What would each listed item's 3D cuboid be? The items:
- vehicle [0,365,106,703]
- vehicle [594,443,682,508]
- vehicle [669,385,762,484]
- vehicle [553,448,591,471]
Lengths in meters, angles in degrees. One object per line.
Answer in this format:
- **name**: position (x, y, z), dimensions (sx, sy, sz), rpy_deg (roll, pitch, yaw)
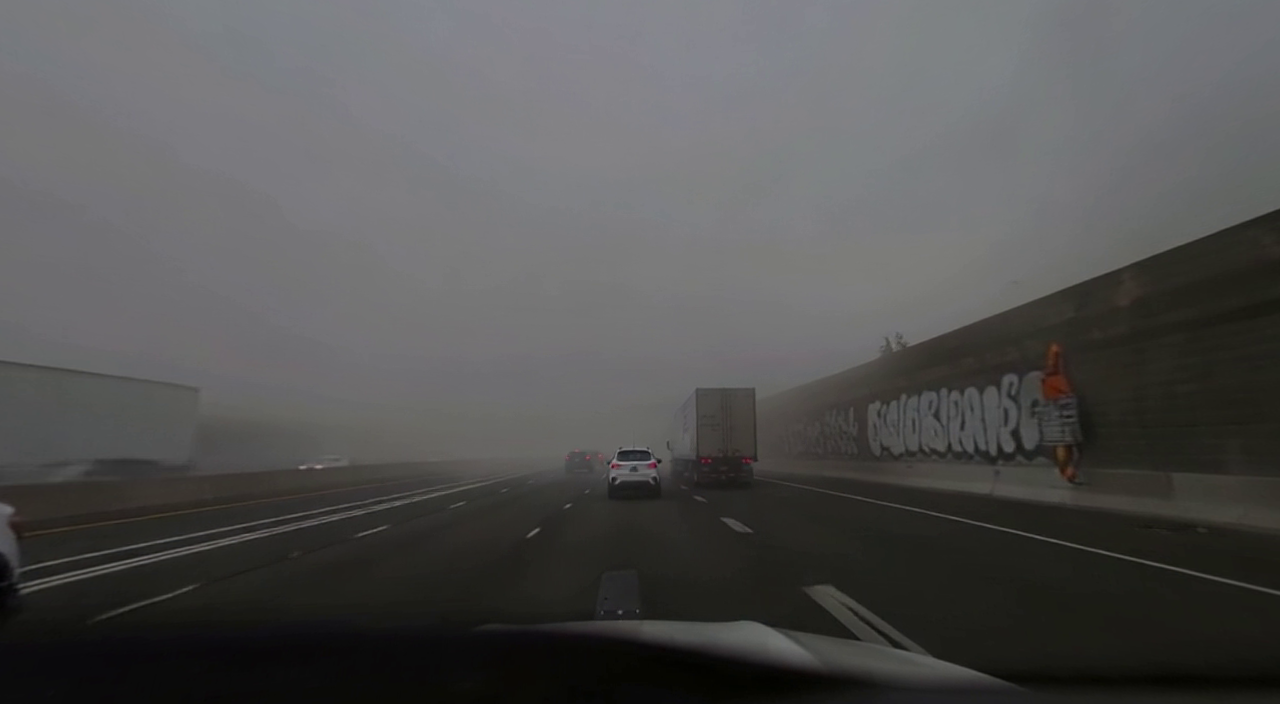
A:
- **vehicle**: position (-4.283, 0.686, 1.434), dimensions (1.988, 1.750, 4.711), rpy_deg (0, -9, -1)
- **vehicle**: position (-0.098, 3.154, 16.514), dimensions (2.033, 1.468, 4.015), rpy_deg (0, -9, -1)
- **vehicle**: position (3.453, 4.467, 33.194), dimensions (2.902, 4.014, 14.446), rpy_deg (0, -9, -1)
- **vehicle**: position (-4.560, 7.296, 42.967), dimensions (2.067, 1.481, 4.085), rpy_deg (-1, -9, 1)
